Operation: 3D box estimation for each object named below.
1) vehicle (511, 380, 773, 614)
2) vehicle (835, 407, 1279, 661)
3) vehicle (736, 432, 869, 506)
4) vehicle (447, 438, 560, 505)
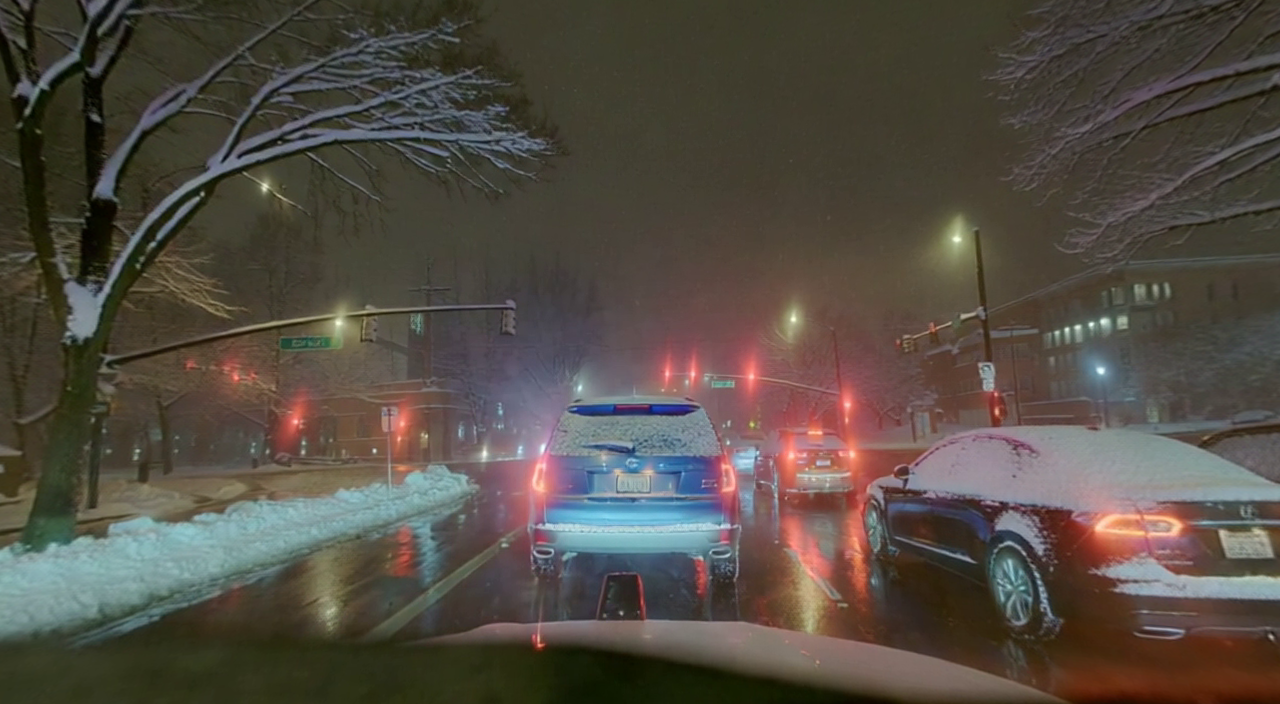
[{"bbox_3d":[-0.039,1.461,7.277,2.038,1.819,4.505,0,-8,-1],"label":"vehicle"},{"bbox_3d":[3.636,1.408,6.071,1.995,1.483,4.533,0,-8,-1],"label":"vehicle"},{"bbox_3d":[3.642,2.706,15.057,1.940,1.474,4.234,0,-8,-1],"label":"vehicle"},{"bbox_3d":[-3.313,2.984,16.208,1.913,1.464,4.276,0,-8,0],"label":"vehicle"}]
